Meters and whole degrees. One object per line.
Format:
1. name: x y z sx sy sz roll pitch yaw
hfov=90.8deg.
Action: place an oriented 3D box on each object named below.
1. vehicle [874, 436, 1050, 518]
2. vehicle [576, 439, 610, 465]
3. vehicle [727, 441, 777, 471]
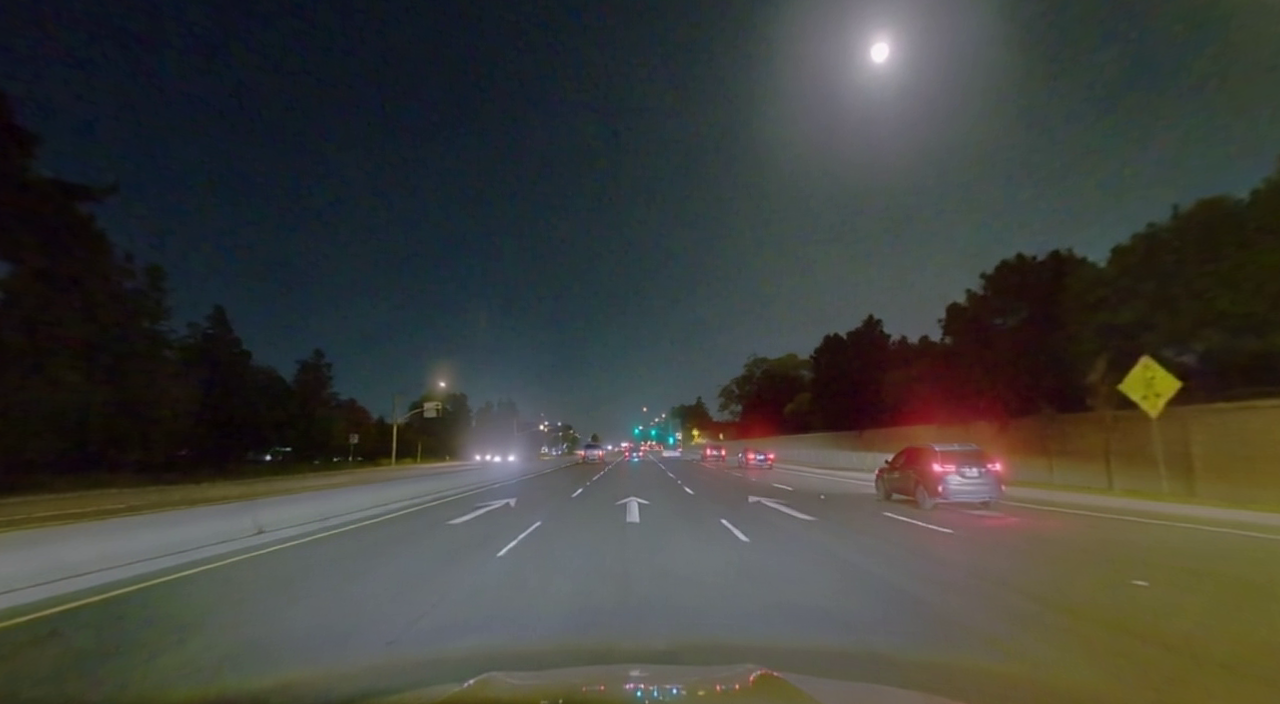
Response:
1. vehicle: 6.766 2.627 13.795 1.838 1.518 3.713 0 -8 0
2. vehicle: -3.489 7.570 47.907 2.230 1.827 4.406 0 -8 0
3. vehicle: 6.376 5.979 36.543 1.987 1.597 4.463 0 -8 -1
